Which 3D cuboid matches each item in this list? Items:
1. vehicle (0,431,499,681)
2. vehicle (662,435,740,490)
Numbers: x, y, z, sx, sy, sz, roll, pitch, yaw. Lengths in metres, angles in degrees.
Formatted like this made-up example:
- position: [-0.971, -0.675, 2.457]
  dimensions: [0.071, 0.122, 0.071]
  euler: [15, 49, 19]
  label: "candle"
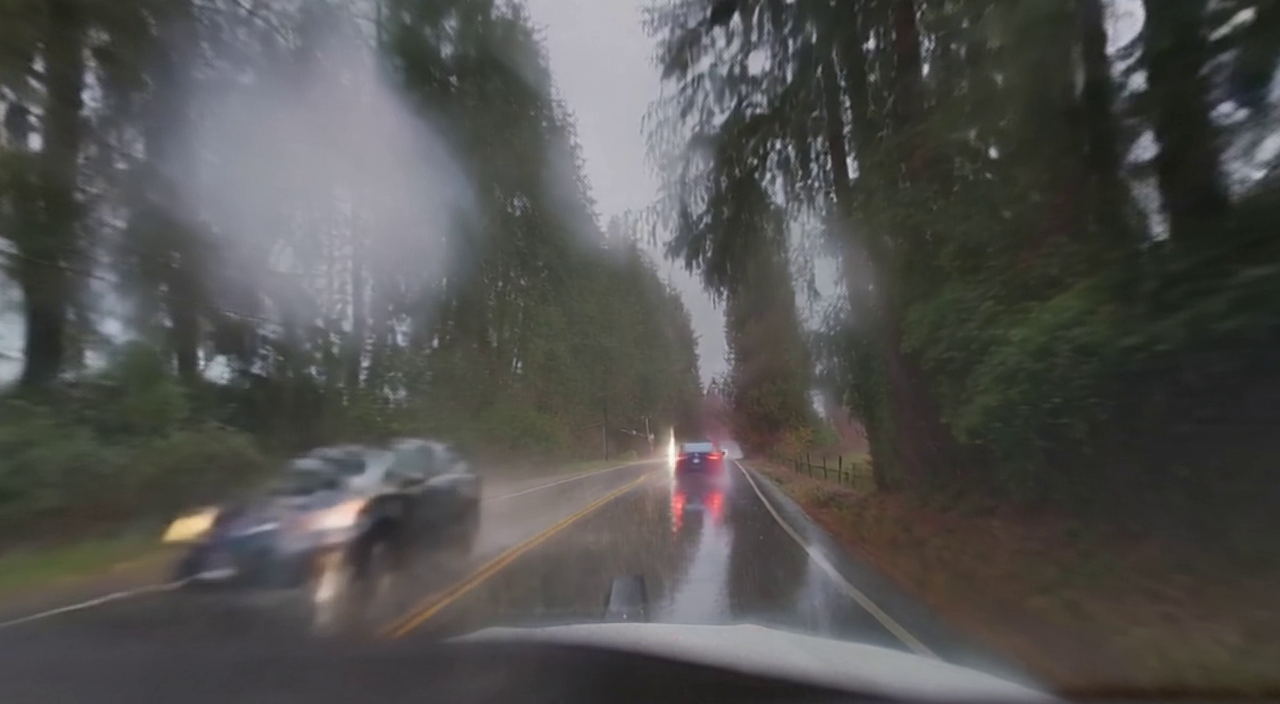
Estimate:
- position: [-3.084, 1.643, 6.295]
  dimensions: [2.143, 1.586, 4.238]
  euler: [0, -9, 3]
  label: "vehicle"
- position: [2.015, 3.574, 20.785]
  dimensions: [2.274, 1.583, 4.349]
  euler: [-1, -9, 6]
  label: "vehicle"
